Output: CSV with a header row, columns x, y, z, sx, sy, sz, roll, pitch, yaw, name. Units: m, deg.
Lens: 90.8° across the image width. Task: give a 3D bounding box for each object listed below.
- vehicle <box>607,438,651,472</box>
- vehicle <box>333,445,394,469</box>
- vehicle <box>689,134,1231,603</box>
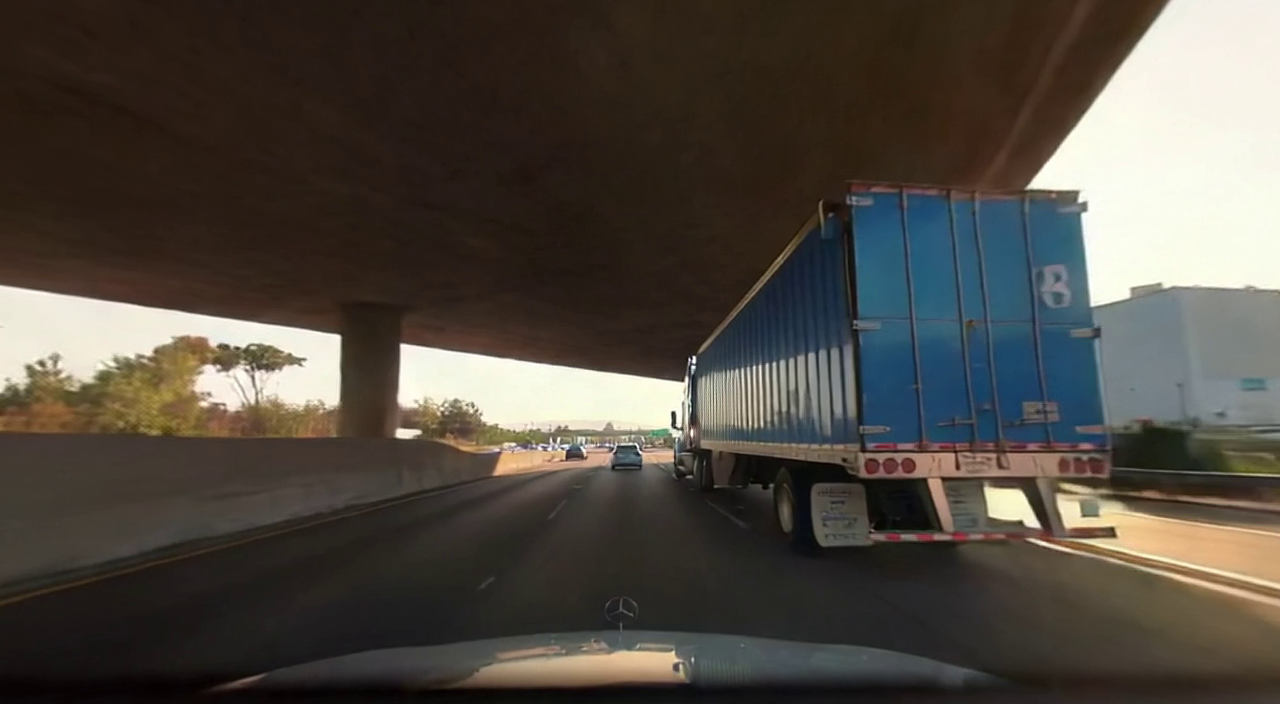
x,y,z,sx,sy,sz,roll,pitch,yaw,name
-0.596,5.353,32.966,2.191,1.685,4.015,0,-9,-2,vehicle
-17.761,6.756,40.845,1.908,1.459,4.631,0,-9,-2,vehicle
3.285,1.231,13.416,2.996,4.123,15.965,0,-9,-1,vehicle
